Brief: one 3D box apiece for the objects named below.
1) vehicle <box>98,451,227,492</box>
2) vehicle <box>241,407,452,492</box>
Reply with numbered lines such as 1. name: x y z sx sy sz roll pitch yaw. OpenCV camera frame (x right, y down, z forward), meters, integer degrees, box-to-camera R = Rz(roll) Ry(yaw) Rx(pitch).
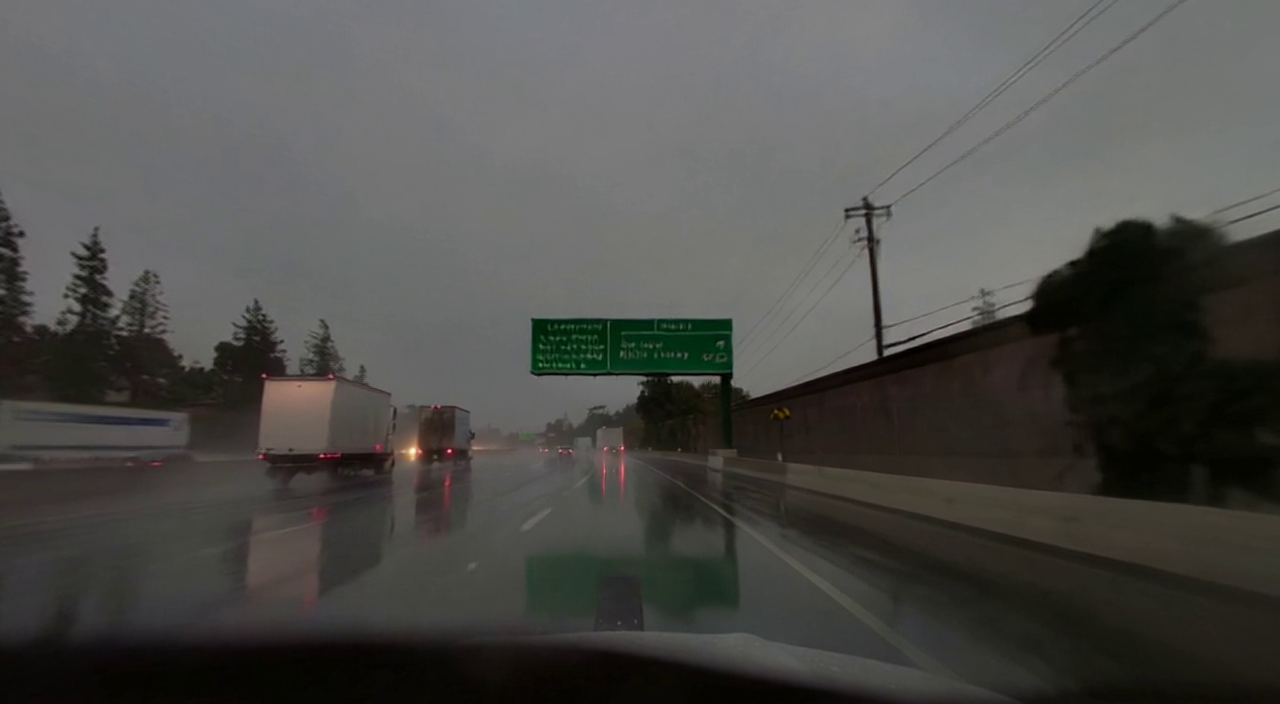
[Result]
1. vehicle: -19.155 4.762 25.696 1.842 1.452 4.612 0 -8 -3
2. vehicle: -11.427 4.154 27.316 3.270 2.674 14.547 0 -8 -4
